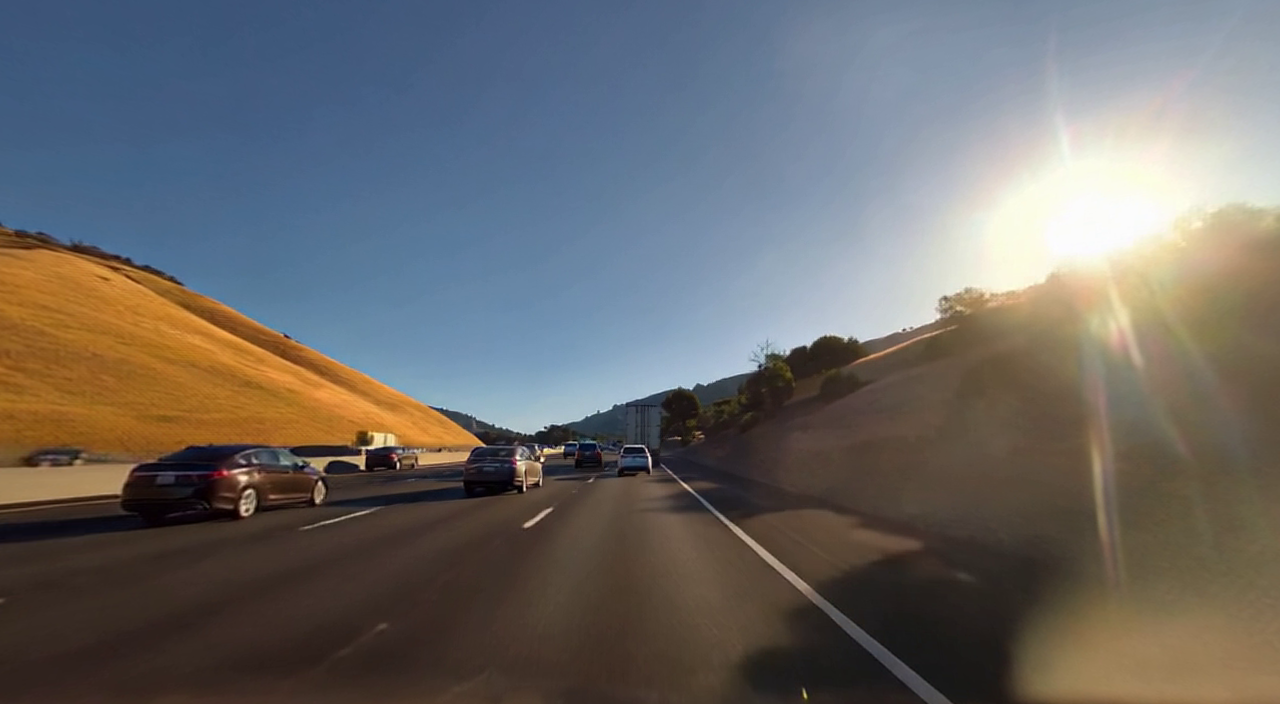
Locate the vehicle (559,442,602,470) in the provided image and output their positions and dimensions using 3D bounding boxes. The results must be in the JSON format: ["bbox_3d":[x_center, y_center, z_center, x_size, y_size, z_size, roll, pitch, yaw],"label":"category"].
[{"bbox_3d":[-3.678,6.512,39.582,2.155,1.661,4.477,0,-9,1],"label":"vehicle"}]

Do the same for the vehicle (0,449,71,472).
[{"bbox_3d":[-42.525,7.530,43.848,1.780,1.514,4.281,0,-9,0],"label":"vehicle"}]

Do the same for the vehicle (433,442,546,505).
[{"bbox_3d":[-3.949,3.263,17.409,1.943,1.468,4.547,0,-9,1],"label":"vehicle"}]

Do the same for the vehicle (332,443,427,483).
[{"bbox_3d":[-10.679,4.575,26.260,1.950,1.507,4.527,0,-9,1],"label":"vehicle"}]

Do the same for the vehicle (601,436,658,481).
[{"bbox_3d":[-0.415,4.638,27.674,2.281,1.795,4.297,0,-9,0],"label":"vehicle"}]

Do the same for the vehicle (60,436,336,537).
[{"bbox_3d":[-7.779,2.373,11.752,2.029,1.507,4.204,0,-9,1],"label":"vehicle"}]
